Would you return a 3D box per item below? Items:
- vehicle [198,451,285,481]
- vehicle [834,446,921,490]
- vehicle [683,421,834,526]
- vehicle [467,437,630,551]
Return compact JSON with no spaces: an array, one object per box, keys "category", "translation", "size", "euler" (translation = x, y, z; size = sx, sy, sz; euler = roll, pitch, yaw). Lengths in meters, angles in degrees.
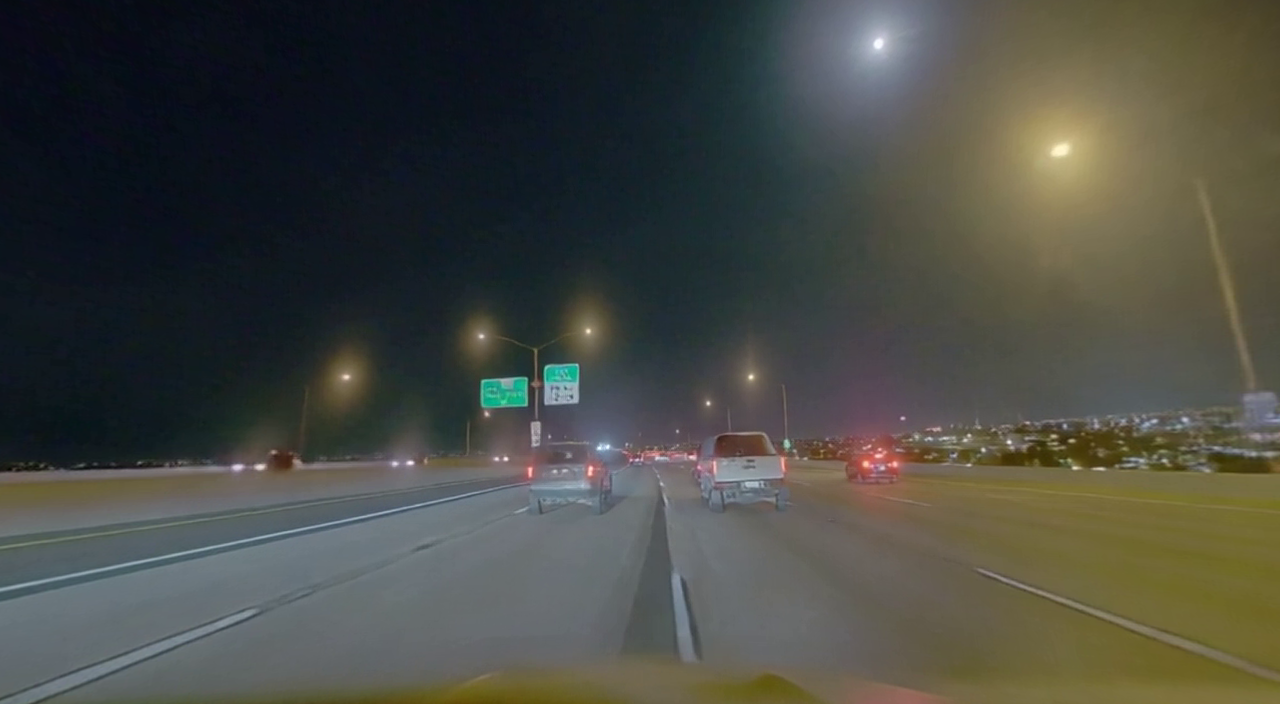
[{"category":"vehicle","translation":[-23.452,6.707,37.159],"size":[1.978,1.605,4.626],"euler":[0,-9,2]},{"category":"vehicle","translation":[10.292,5.038,27.662],"size":[2.133,1.770,4.537],"euler":[0,-9,2]},{"category":"vehicle","translation":[2.541,2.851,15.416],"size":[2.732,2.065,5.826],"euler":[0,-9,2]},{"category":"vehicle","translation":[-1.385,2.406,11.368],"size":[2.099,1.640,4.134],"euler":[-1,-9,3]}]
